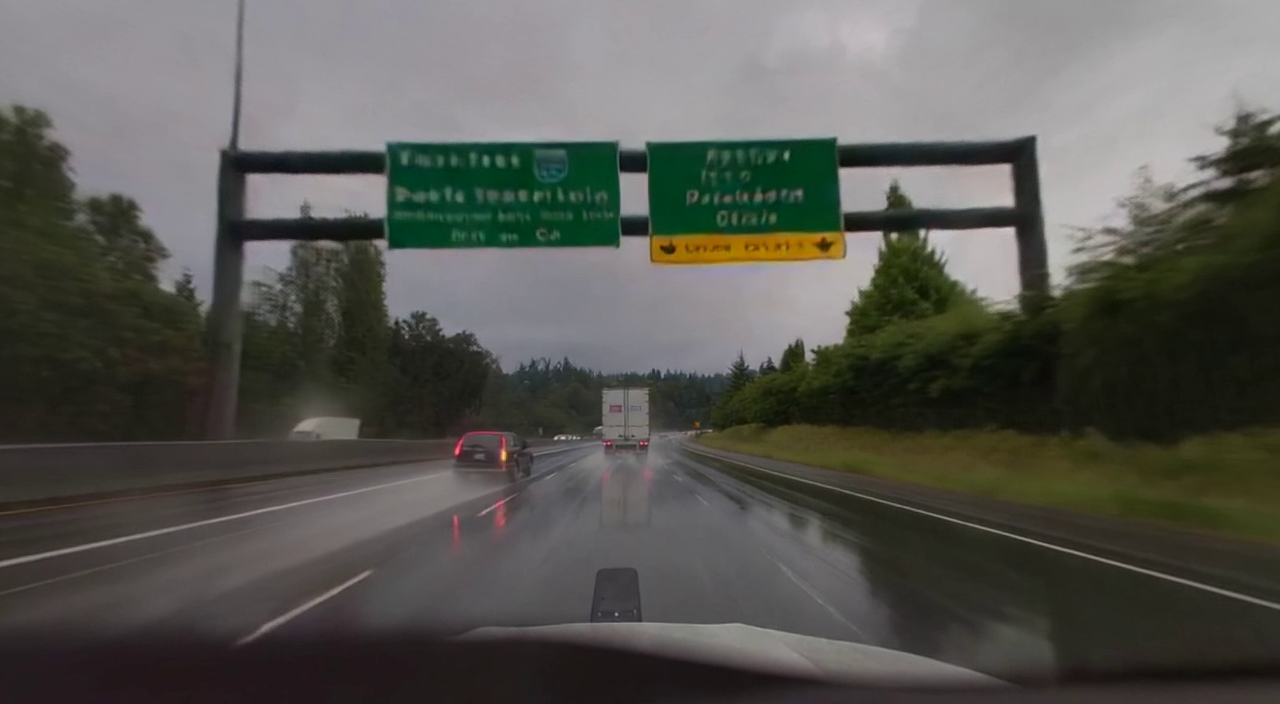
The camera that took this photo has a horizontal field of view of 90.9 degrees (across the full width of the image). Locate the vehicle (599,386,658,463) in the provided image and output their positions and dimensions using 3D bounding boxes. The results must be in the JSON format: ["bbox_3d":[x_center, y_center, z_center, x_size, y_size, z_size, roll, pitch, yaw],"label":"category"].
[{"bbox_3d":[-0.699,4.118,35.226,2.855,3.741,8.587,0,-8,-2],"label":"vehicle"}]

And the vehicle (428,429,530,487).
[{"bbox_3d":[-4.518,3.022,18.330,1.931,1.479,4.083,0,-8,-1],"label":"vehicle"}]
